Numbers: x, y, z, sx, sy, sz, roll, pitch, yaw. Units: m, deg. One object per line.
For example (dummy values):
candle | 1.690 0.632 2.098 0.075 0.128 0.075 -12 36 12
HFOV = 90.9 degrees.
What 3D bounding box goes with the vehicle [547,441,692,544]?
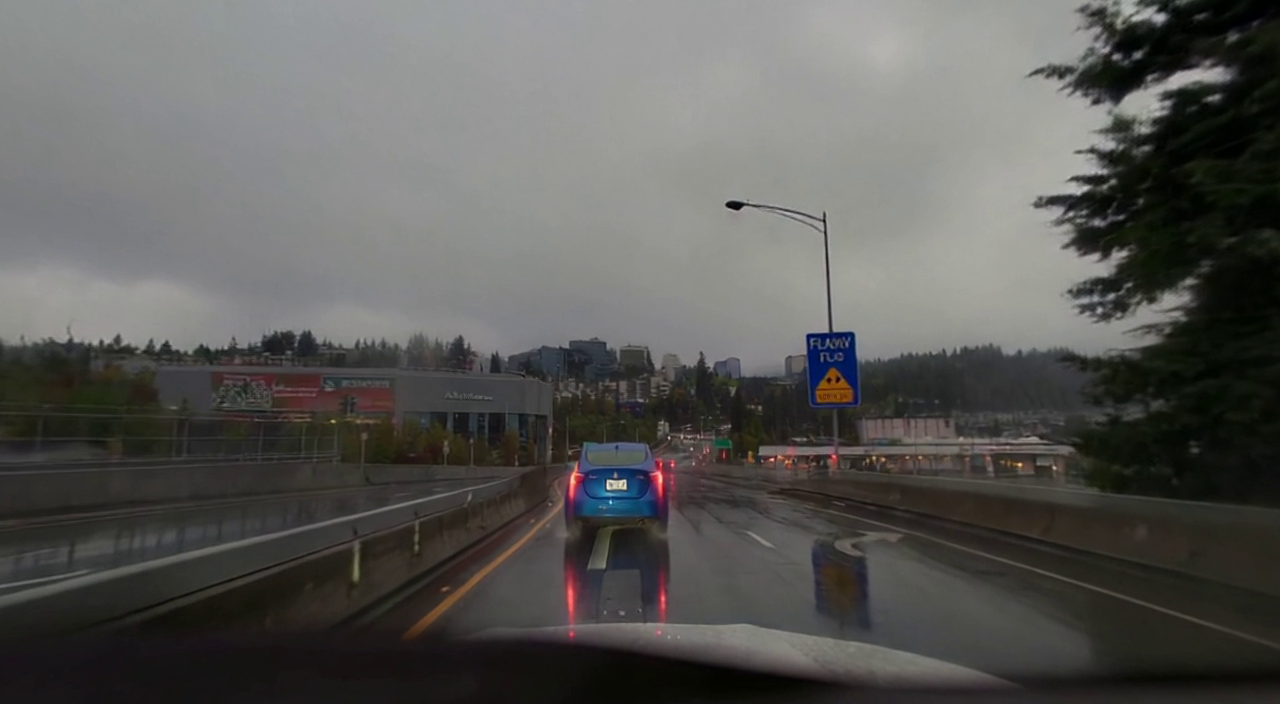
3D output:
vehicle | -0.329 2.318 11.025 2.063 1.442 3.933 0 -9 -1
